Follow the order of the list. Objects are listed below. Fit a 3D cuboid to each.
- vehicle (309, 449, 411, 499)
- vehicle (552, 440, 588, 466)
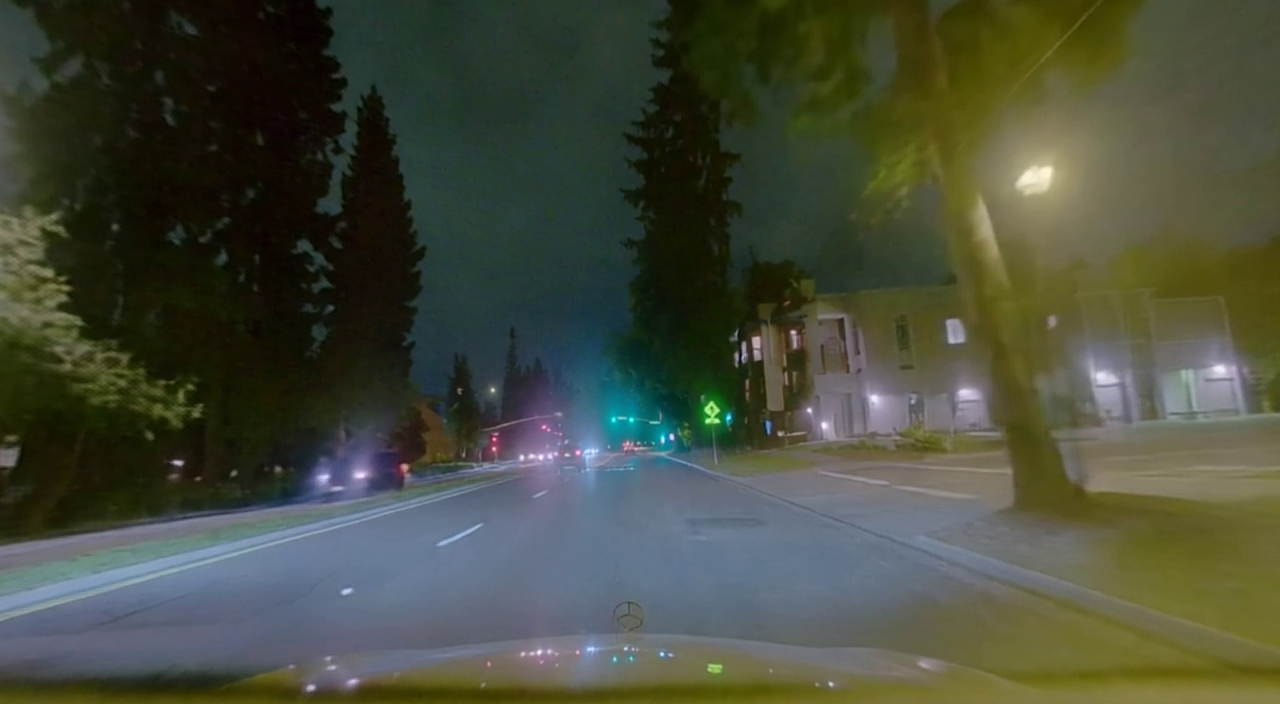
[{"bbox_3d":[-11.079,4.822,25.385,2.121,1.769,4.359,0,-8,-1],"label":"vehicle"},{"bbox_3d":[-4.877,7.123,44.661,2.065,1.714,4.272,0,-8,0],"label":"vehicle"}]
